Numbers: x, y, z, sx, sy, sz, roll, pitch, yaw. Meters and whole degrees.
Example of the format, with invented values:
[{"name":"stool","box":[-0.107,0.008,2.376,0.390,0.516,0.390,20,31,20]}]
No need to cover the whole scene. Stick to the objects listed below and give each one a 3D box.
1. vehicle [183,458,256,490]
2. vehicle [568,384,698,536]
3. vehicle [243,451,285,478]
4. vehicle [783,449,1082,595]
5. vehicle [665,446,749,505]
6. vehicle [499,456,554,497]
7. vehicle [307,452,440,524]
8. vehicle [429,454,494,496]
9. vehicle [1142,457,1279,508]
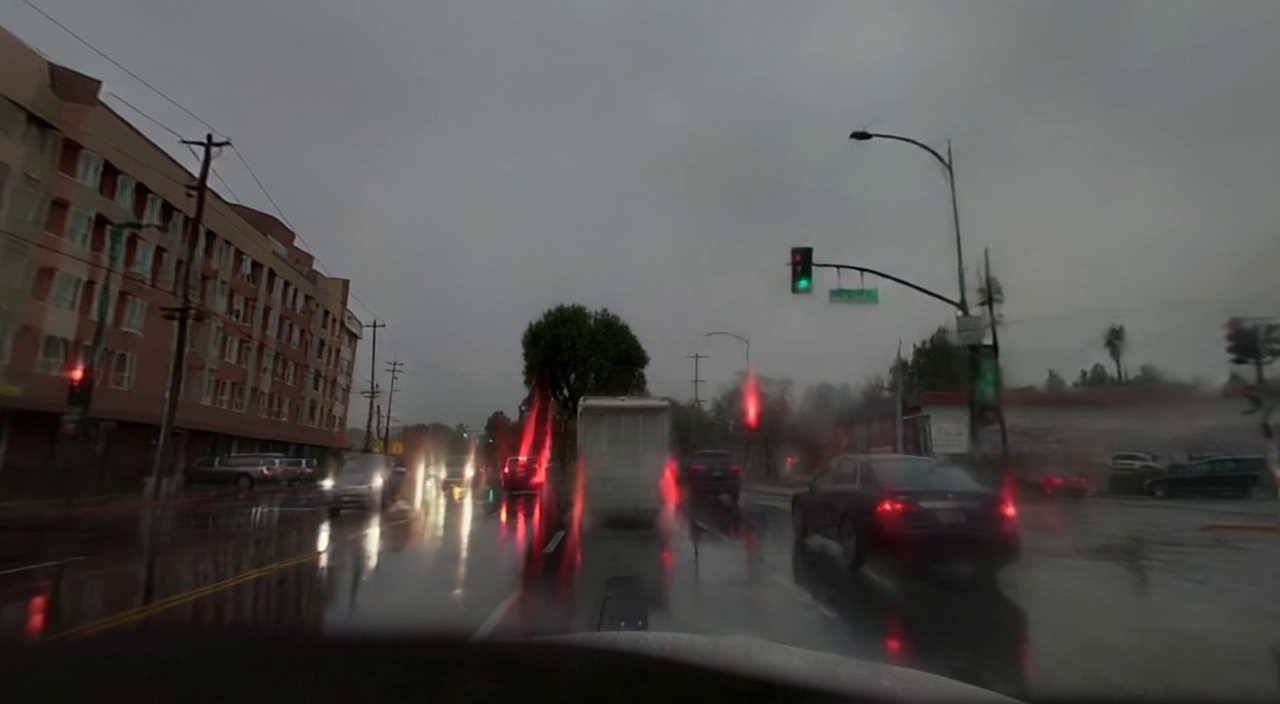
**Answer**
[{"name":"vehicle","box":[-24.046,6.966,36.071,1.974,1.597,4.606,2,-9,-14]},{"name":"vehicle","box":[-0.389,2.562,15.423,2.517,2.926,6.177,1,-9,-5]},{"name":"vehicle","box":[-29.082,8.684,48.672,1.981,1.887,4.441,3,-9,-22]},{"name":"vehicle","box":[3.676,2.186,9.088,1.978,1.507,4.636,0,-9,-2]},{"name":"vehicle","box":[2.375,4.587,23.914,2.157,1.944,5.423,1,-9,-5]},{"name":"vehicle","box":[-4.860,5.360,27.413,2.033,1.555,4.408,1,-9,-6]},{"name":"vehicle","box":[-6.511,3.321,15.857,1.801,1.524,3.974,0,-9,-3]},{"name":"vehicle","box":[-7.999,5.527,28.537,2.165,1.690,4.322,1,-9,-7]},{"name":"vehicle","box":[23.947,5.220,25.560,2.111,1.804,4.910,5,-10,-27]}]
